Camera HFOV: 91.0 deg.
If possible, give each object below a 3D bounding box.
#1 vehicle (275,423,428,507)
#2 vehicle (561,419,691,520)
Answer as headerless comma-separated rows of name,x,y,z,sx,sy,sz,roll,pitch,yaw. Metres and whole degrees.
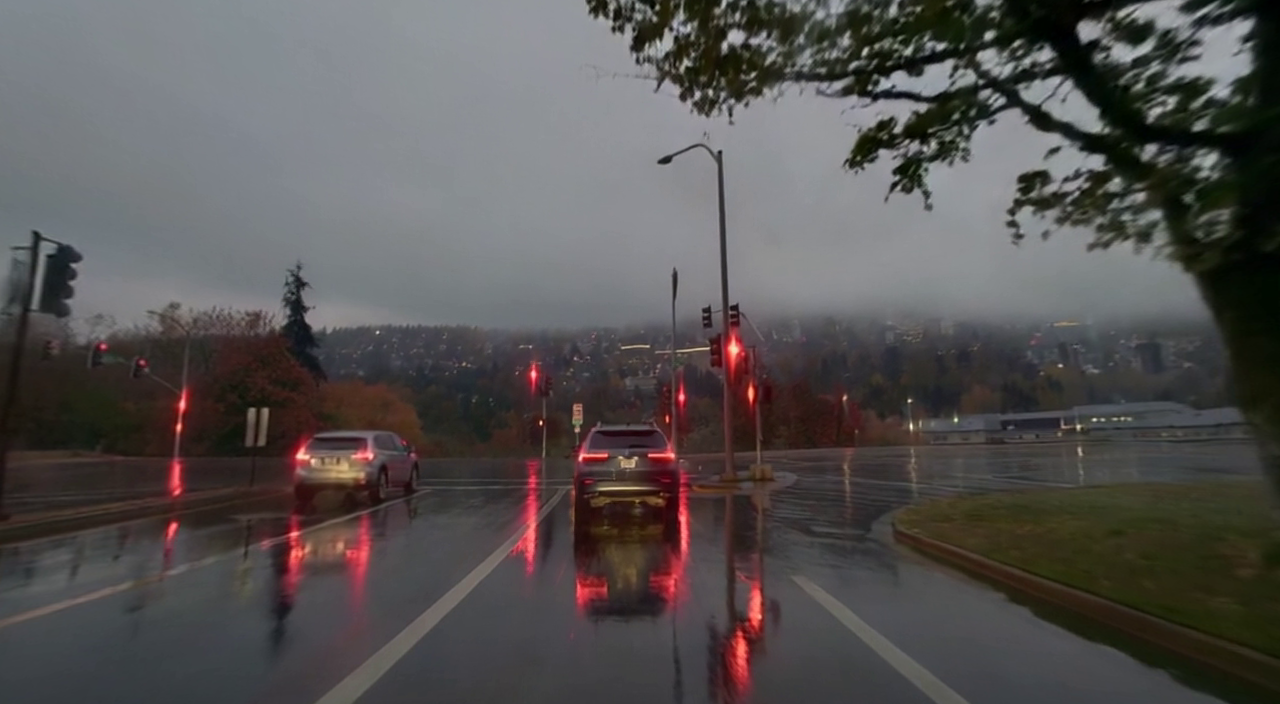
vehicle,-6.664,2.650,15.135,2.020,1.695,4.187,1,-9,-6
vehicle,-0.388,2.272,12.632,2.154,1.670,4.140,1,-9,-4
